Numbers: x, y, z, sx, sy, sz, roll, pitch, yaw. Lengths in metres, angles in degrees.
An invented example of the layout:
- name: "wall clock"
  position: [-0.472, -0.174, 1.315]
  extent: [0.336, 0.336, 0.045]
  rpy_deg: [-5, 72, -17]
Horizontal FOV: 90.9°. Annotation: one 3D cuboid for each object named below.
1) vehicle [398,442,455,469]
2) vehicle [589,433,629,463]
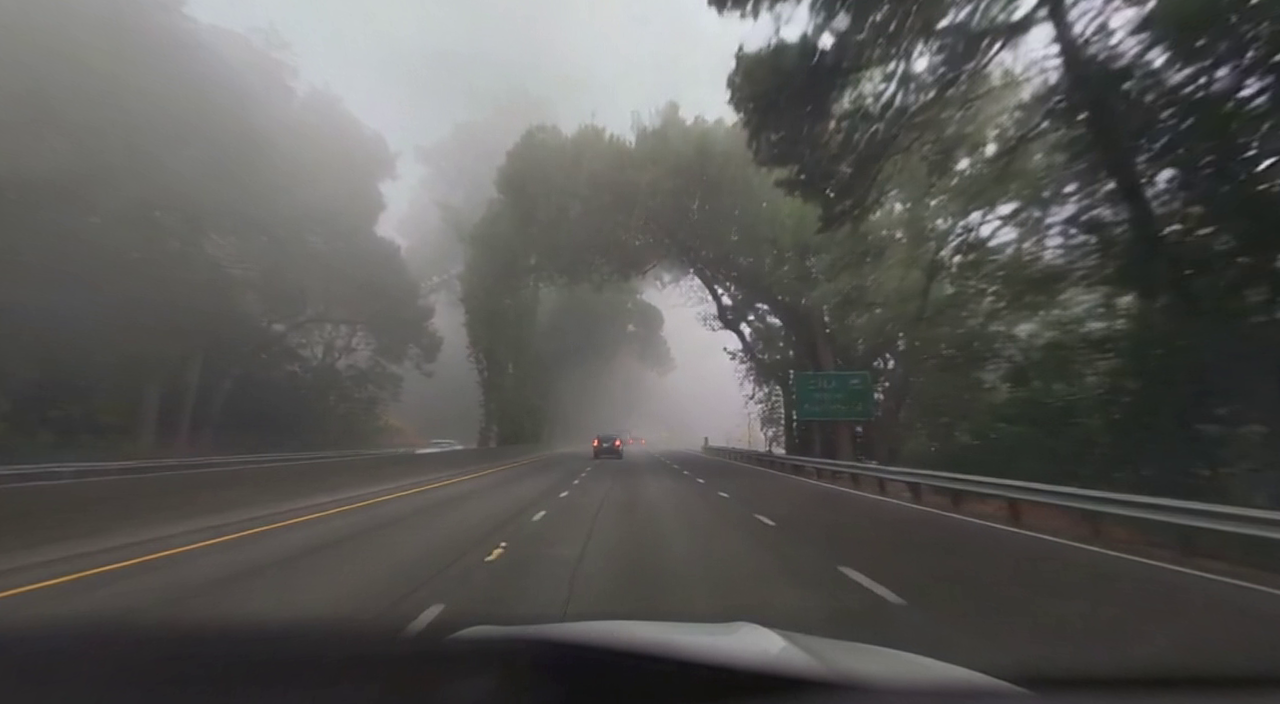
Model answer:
- name: "vehicle"
  position: [-12.241, 5.934, 36.399]
  extent: [1.826, 1.407, 4.273]
  rpy_deg: [0, -8, 0]
- name: "vehicle"
  position: [-1.741, 5.600, 37.012]
  extent: [2.094, 1.653, 4.283]
  rpy_deg: [0, -8, 0]
